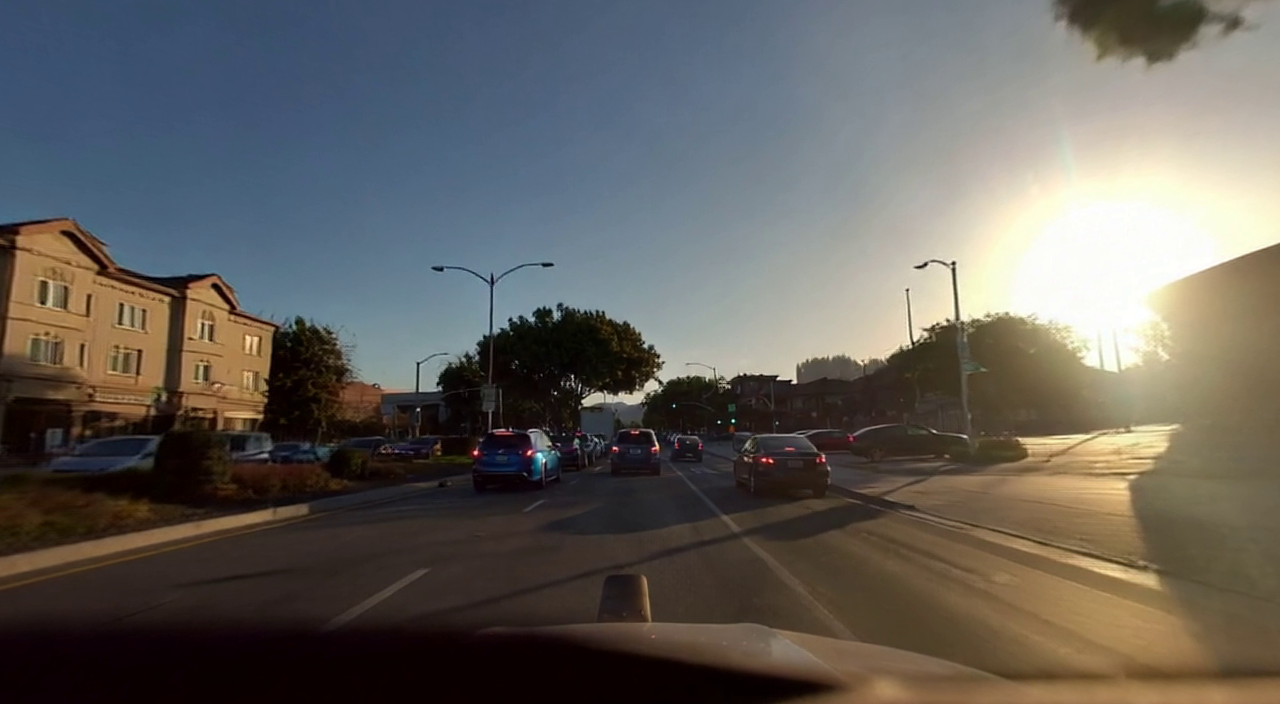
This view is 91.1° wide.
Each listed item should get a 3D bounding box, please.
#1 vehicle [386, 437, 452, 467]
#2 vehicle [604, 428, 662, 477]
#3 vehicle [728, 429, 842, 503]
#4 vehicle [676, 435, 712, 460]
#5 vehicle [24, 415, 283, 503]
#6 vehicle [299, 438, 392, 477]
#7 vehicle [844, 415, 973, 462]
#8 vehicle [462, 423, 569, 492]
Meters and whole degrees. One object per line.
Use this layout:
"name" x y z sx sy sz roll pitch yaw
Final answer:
"vehicle" -12.178 5.532 34.885 1.924 1.511 4.640 0 -8 1
"vehicle" -0.190 3.810 24.033 2.022 1.700 4.084 0 -8 1
"vehicle" 3.346 2.696 15.271 1.847 1.554 3.885 0 -8 0
"vehicle" 3.340 6.011 39.425 1.948 1.475 4.093 0 -8 0
"vehicle" -12.277 2.764 16.599 2.245 1.908 5.613 0 -8 1
"vehicle" -12.393 4.441 26.790 1.843 1.509 4.301 0 -8 0
"vehicle" 12.411 4.037 29.257 4.991 1.978 2.090 -8 -11 43
"vehicle" -3.394 2.976 18.038 2.047 1.710 4.314 0 -8 2
